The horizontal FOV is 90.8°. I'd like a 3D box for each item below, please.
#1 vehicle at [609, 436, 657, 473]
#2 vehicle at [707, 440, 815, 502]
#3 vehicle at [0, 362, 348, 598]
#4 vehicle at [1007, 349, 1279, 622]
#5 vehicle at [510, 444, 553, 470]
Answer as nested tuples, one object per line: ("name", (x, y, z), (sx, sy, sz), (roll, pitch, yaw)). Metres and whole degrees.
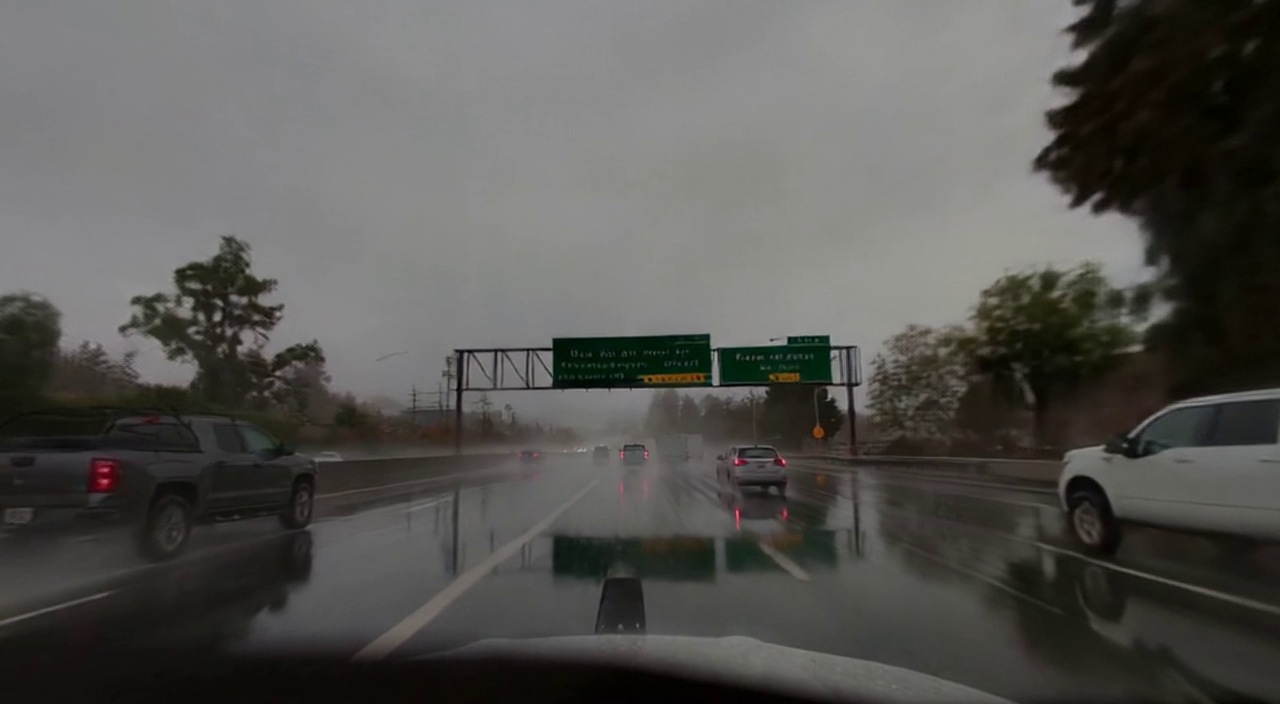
("vehicle", (-0.359, 5.398, 33.477), (2.323, 1.805, 4.729), (0, -8, 0))
("vehicle", (3.140, 3.177, 17.368), (2.011, 1.462, 4.286), (0, -8, -1))
("vehicle", (-6.621, 1.536, 8.485), (2.444, 2.012, 6.122), (0, -8, 0))
("vehicle", (5.868, 0.971, 4.649), (2.635, 1.919, 5.907), (0, -9, -2))
("vehicle", (-6.737, 6.576, 39.825), (1.920, 1.482, 4.385), (0, -8, 0))
